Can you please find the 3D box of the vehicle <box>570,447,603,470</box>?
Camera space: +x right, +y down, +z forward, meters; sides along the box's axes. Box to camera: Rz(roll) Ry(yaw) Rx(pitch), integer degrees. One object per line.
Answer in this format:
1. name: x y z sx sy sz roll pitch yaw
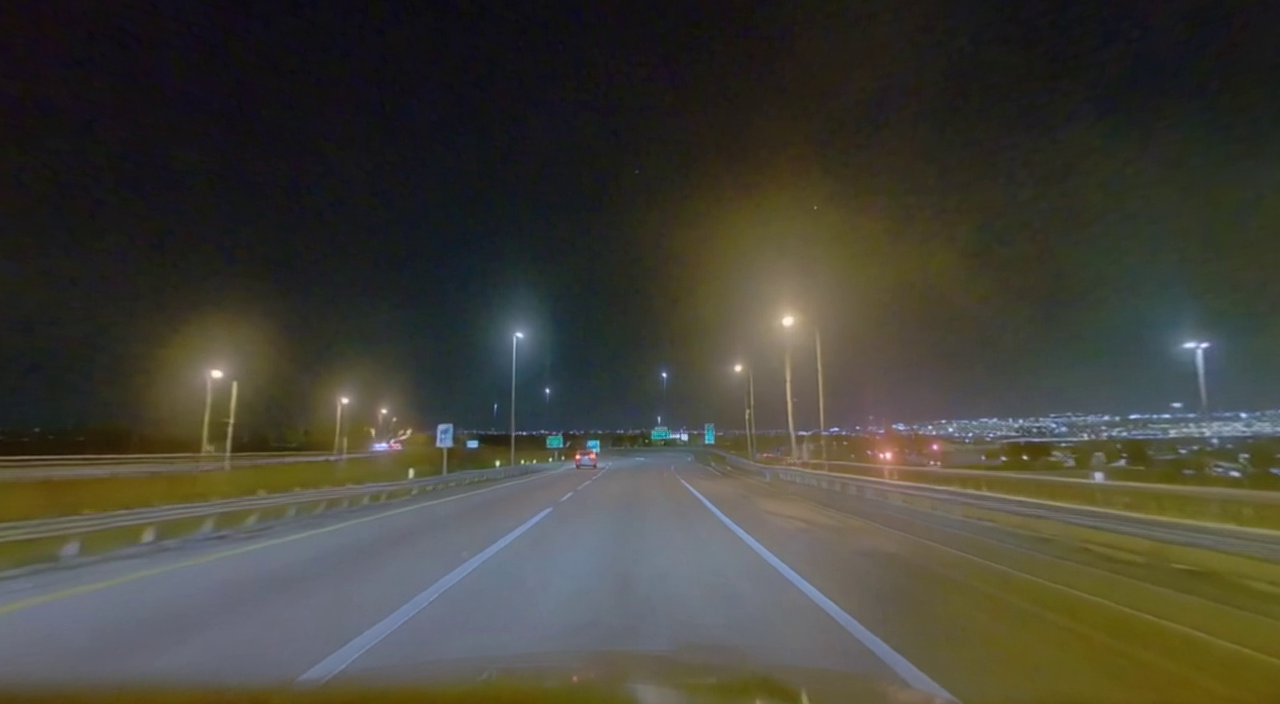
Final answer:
1. vehicle: -4.066 8.127 48.230 2.234 1.588 4.484 1 -9 -1
